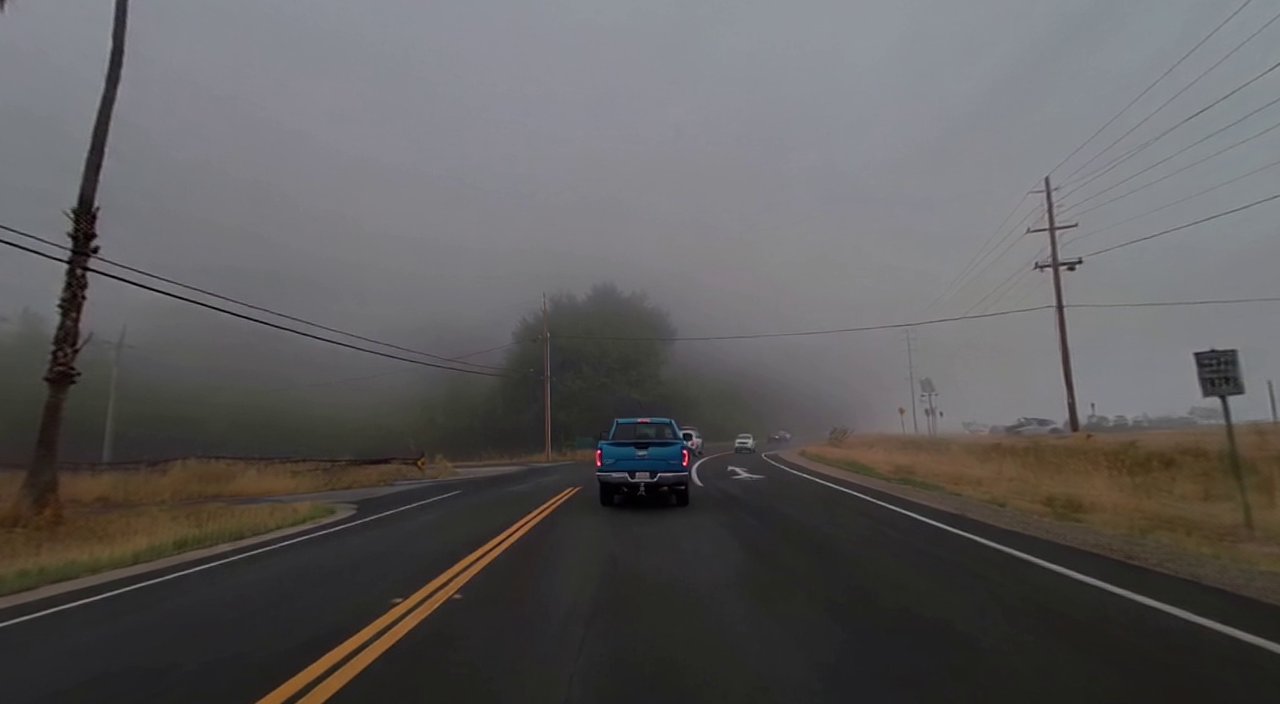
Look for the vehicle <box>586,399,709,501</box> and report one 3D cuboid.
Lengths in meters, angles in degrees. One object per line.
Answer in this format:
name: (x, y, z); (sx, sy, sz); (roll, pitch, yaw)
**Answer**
vehicle: (0.242, 2.599, 16.933); (2.693, 2.223, 5.885); (0, -8, 1)
